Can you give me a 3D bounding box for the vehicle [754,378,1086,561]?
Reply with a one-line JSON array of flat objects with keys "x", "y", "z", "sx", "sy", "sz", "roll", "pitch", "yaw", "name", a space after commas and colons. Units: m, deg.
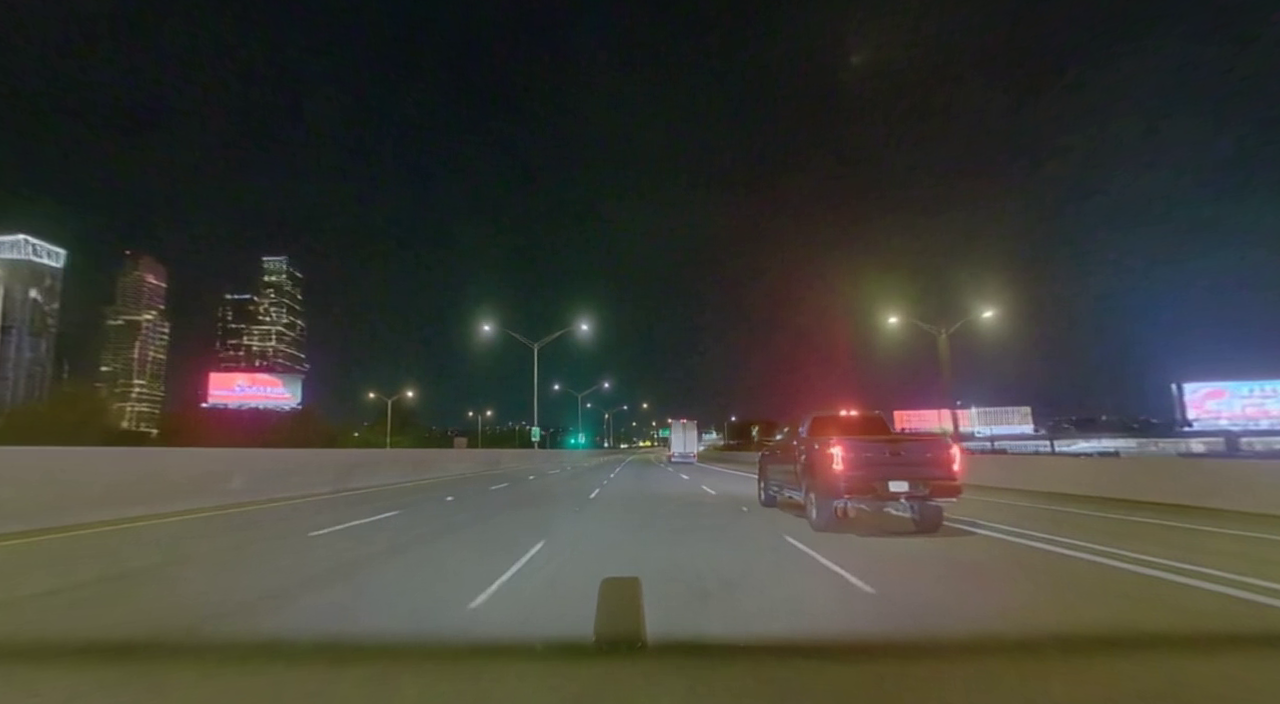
[{"x": 3.872, "y": 1.874, "z": 10.645, "sx": 2.740, "sy": 2.157, "sz": 6.300, "roll": 0, "pitch": -9, "yaw": 0, "name": "vehicle"}]
